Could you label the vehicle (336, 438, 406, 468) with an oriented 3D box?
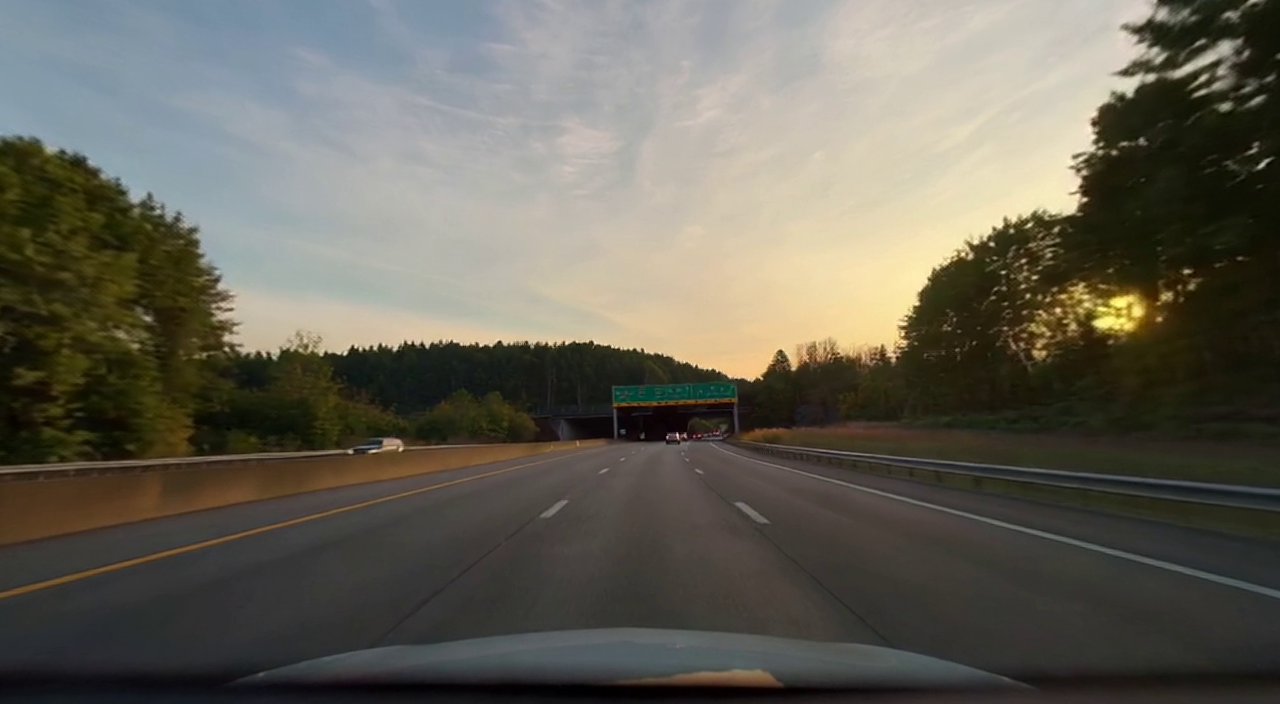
[{"bbox_3d":[-14.037,5.265,33.079,1.905,1.474,3.786,0,-8,2],"label":"vehicle"}]
